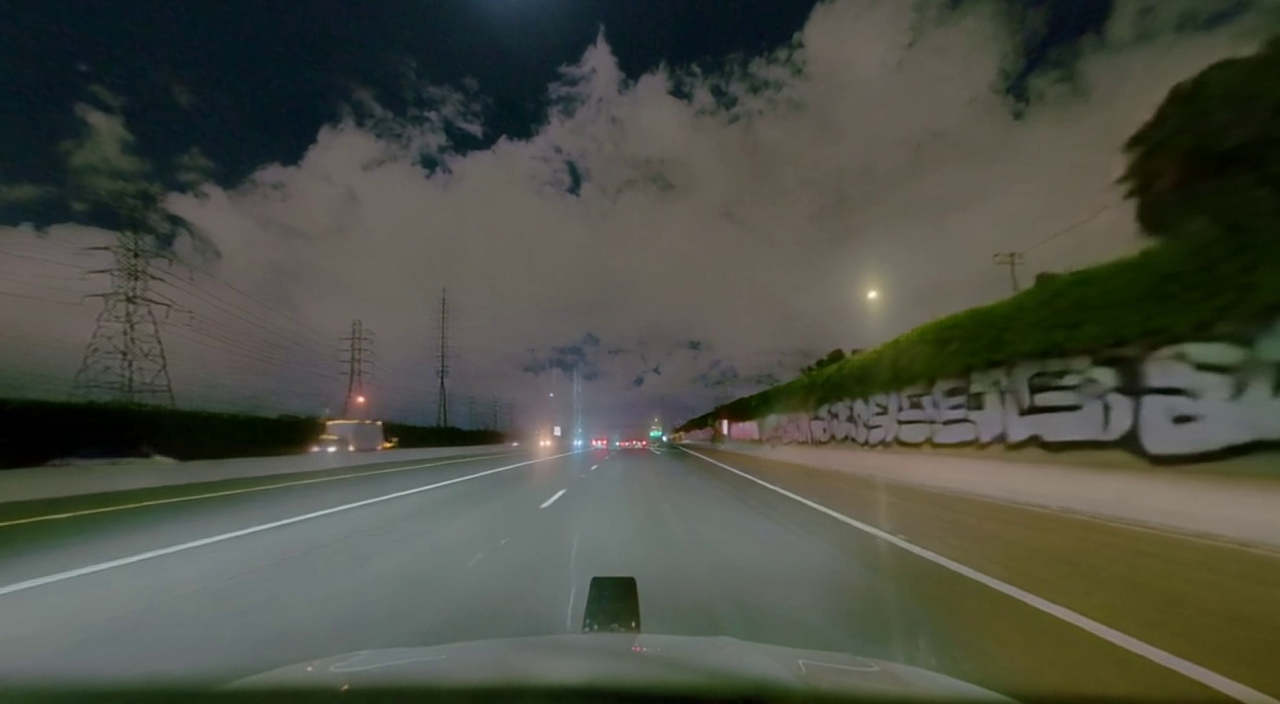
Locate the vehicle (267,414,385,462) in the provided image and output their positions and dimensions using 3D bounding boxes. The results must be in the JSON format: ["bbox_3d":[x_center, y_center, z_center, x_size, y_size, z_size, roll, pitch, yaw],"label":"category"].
[{"bbox_3d":[-23.144,6.491,47.549,2.898,3.171,12.148,0,-8,-1],"label":"vehicle"}]

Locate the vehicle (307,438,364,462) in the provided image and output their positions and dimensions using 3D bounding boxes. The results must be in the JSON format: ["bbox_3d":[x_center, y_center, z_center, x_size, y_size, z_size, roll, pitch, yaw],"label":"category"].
[{"bbox_3d":[-19.214,6.191,39.918,1.703,1.394,3.744,0,-8,-1],"label":"vehicle"}]
